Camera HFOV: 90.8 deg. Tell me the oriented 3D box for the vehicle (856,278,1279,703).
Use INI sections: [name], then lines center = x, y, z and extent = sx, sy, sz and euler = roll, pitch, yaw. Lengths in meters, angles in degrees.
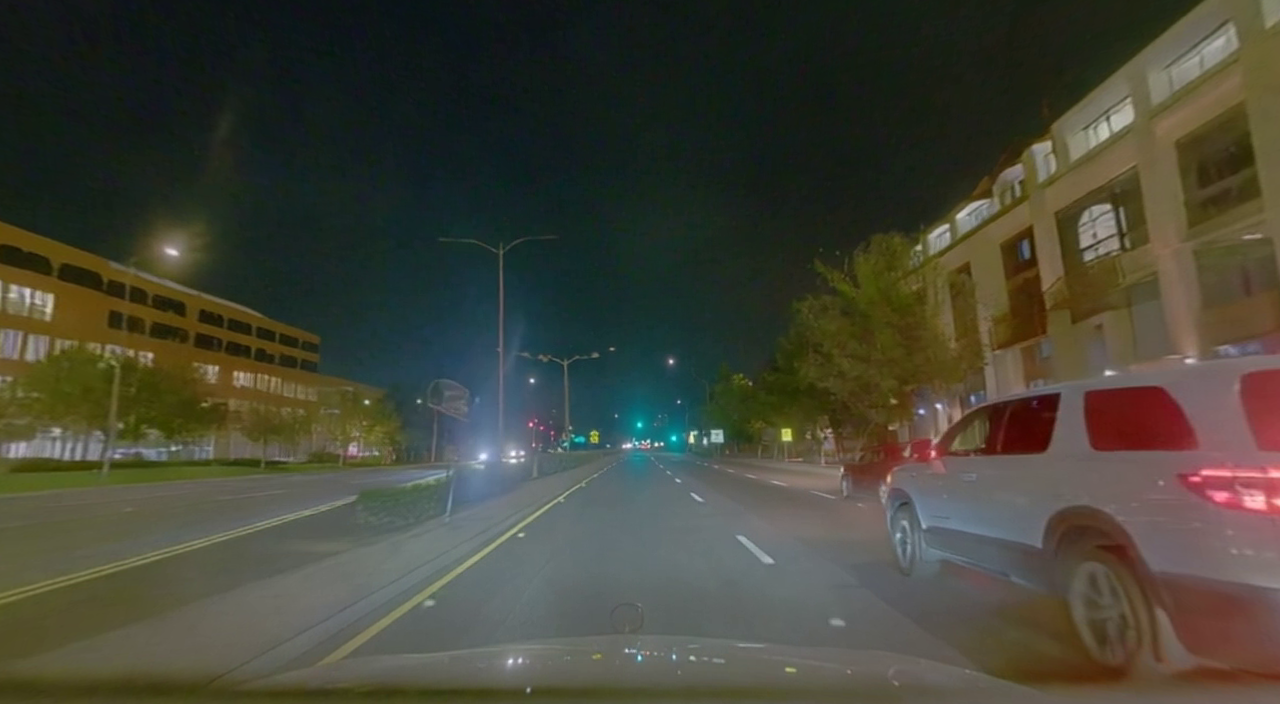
[vehicle]
center = 3.714, 0.999, 4.417
extent = 2.505, 1.971, 5.162
euler = 0, -9, -1
